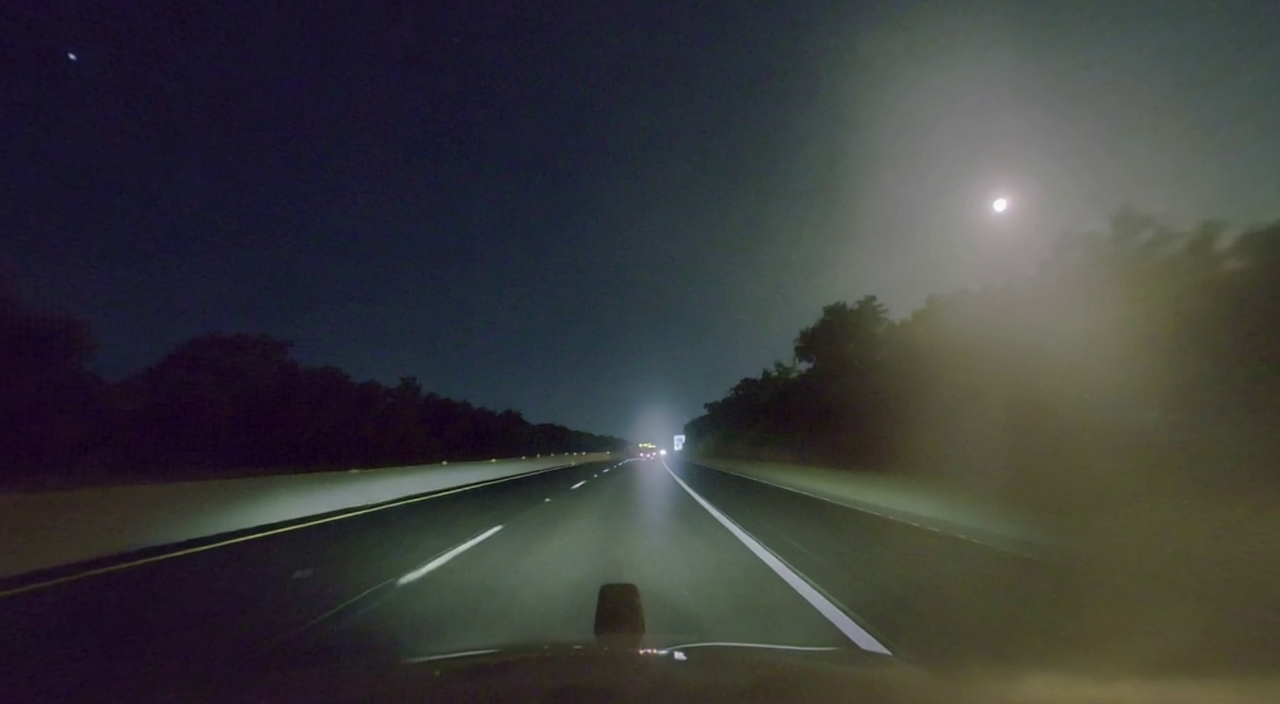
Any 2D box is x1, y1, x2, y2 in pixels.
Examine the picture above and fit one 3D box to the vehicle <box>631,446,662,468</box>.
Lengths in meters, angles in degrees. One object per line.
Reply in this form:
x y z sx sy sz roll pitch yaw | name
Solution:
0.527 7.866 47.375 2.221 1.603 4.149 0 -9 1 | vehicle
